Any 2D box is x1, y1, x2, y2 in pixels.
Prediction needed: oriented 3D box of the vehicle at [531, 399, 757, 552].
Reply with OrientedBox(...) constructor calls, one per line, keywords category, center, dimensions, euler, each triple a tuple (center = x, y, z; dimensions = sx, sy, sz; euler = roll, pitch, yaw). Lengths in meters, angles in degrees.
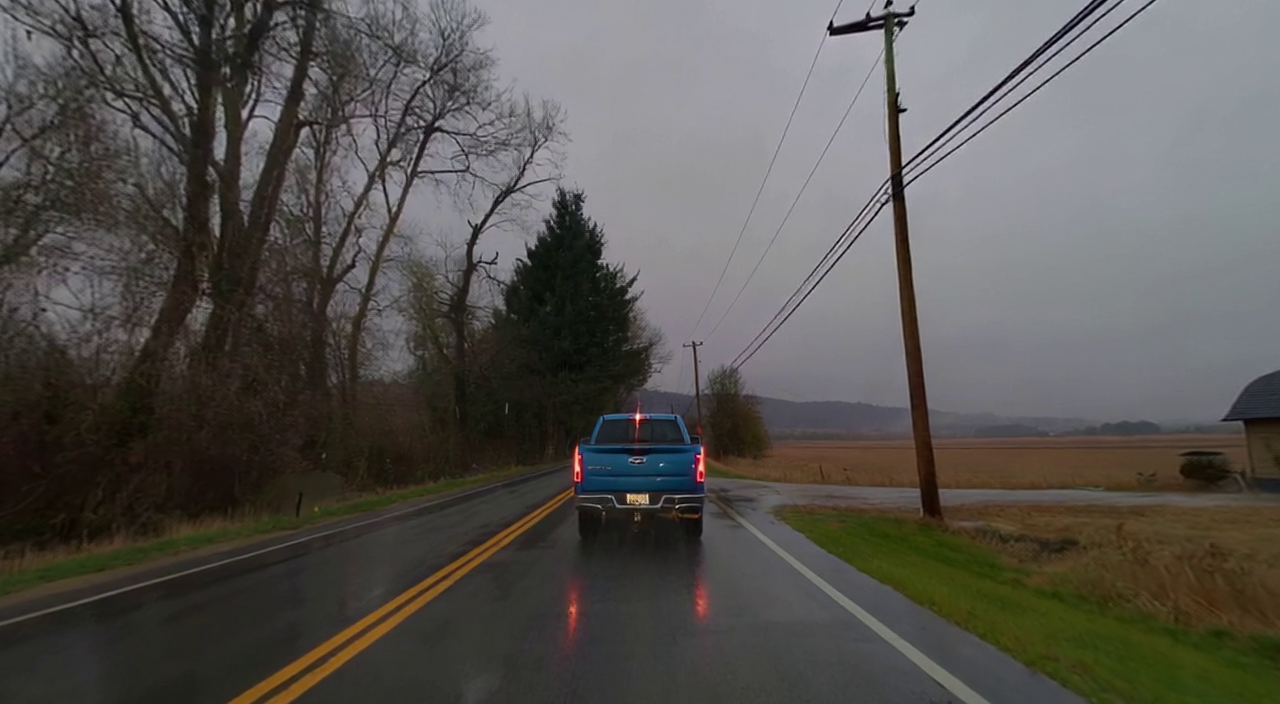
OrientedBox(category="vehicle", center=(0.015, 1.958, 10.794), dimensions=(2.774, 1.861, 5.885), euler=(0, -8, -1))
